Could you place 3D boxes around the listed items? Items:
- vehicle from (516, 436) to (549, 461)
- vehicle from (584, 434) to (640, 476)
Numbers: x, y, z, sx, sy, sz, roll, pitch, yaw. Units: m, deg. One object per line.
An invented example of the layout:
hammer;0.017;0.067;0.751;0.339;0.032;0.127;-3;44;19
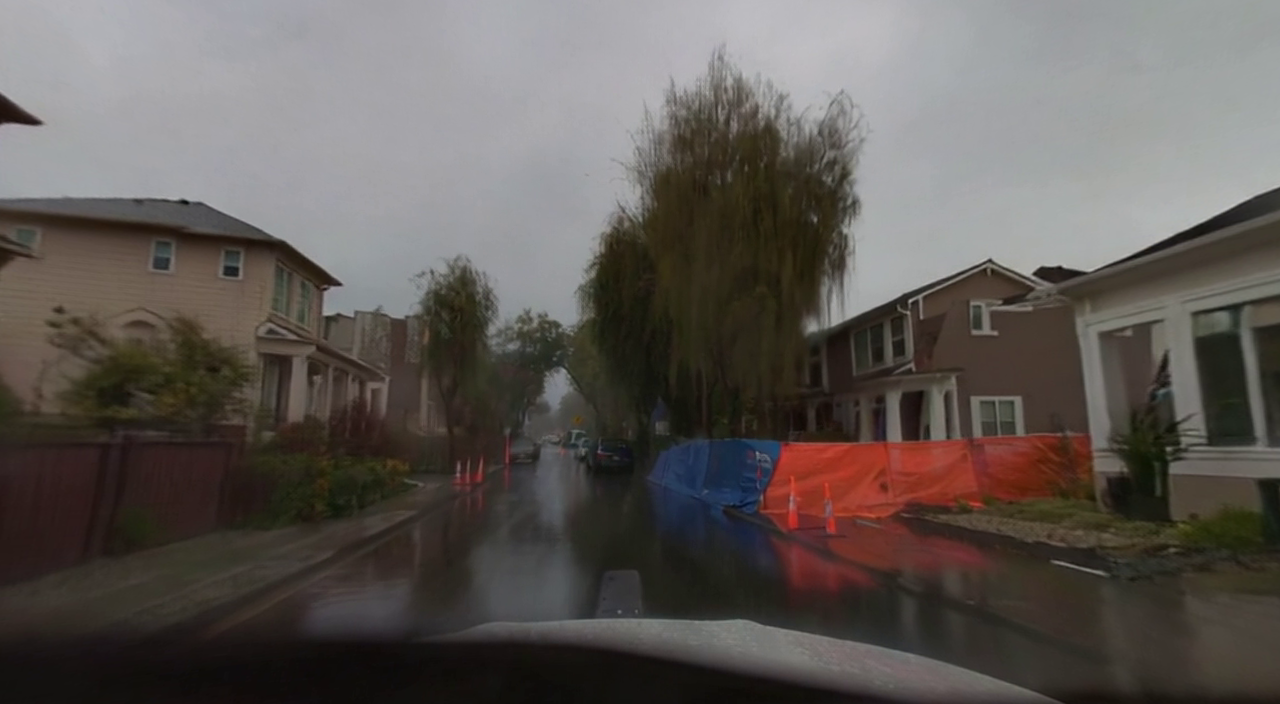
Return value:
vehicle;-7.116;6.418;41.974;1.834;1.543;3.497;0;-8;-4
vehicle;-1.363;4.671;28.889;2.066;1.739;4.234;1;-8;-9
